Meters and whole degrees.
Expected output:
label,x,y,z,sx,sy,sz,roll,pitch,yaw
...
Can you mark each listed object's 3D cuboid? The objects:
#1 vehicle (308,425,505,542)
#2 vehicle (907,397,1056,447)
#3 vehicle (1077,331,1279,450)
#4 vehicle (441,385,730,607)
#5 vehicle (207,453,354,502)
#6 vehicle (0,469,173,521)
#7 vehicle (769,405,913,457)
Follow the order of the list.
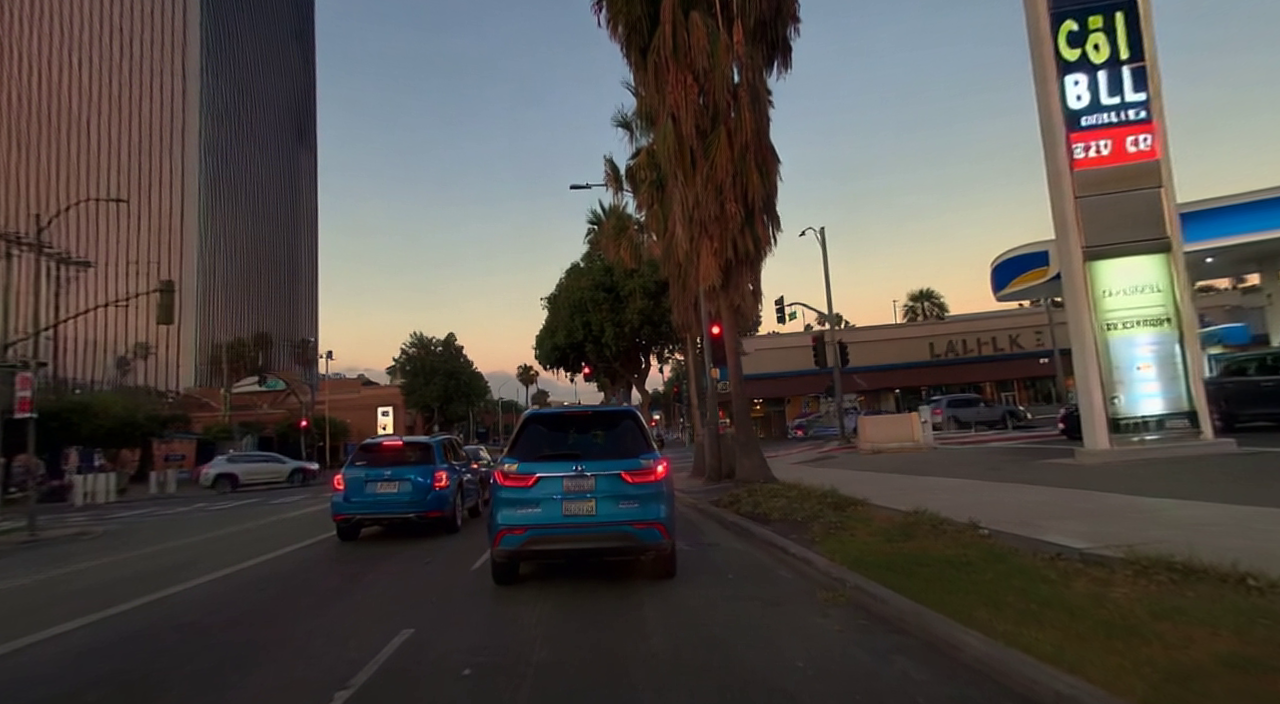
label,x,y,z,sx,sy,sz,roll,pitch,yaw
vehicle,-4.011,2.321,11.956,2.097,1.692,5.030,0,-8,-4
vehicle,14.463,3.021,27.005,5.033,1.999,2.259,0,-8,-3
vehicle,10.302,0.728,10.602,4.420,1.766,2.104,1,-8,-5
vehicle,-0.634,1.603,8.030,2.519,1.913,4.819,0,-8,-4
vehicle,-15.673,5.467,27.799,5.026,1.958,2.193,0,-8,-3
vehicle,-20.858,5.344,23.837,4.660,1.708,2.331,-1,-8,4
vehicle,8.411,3.364,26.709,5.307,2.076,2.122,1,-8,-5
